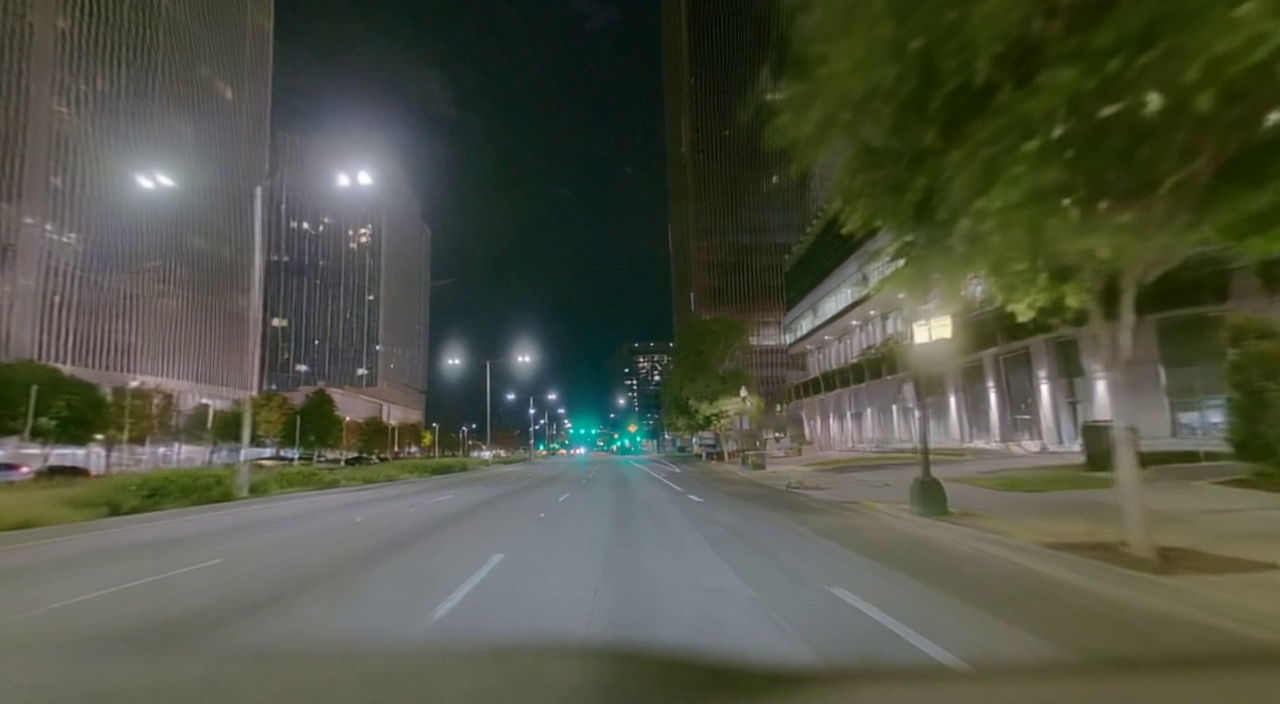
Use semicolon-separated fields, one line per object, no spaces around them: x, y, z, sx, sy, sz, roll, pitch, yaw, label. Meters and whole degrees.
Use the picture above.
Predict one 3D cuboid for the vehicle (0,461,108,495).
-32.948;7.036;35.638;2.034;1.618;4.667;0;-8;-5;vehicle
